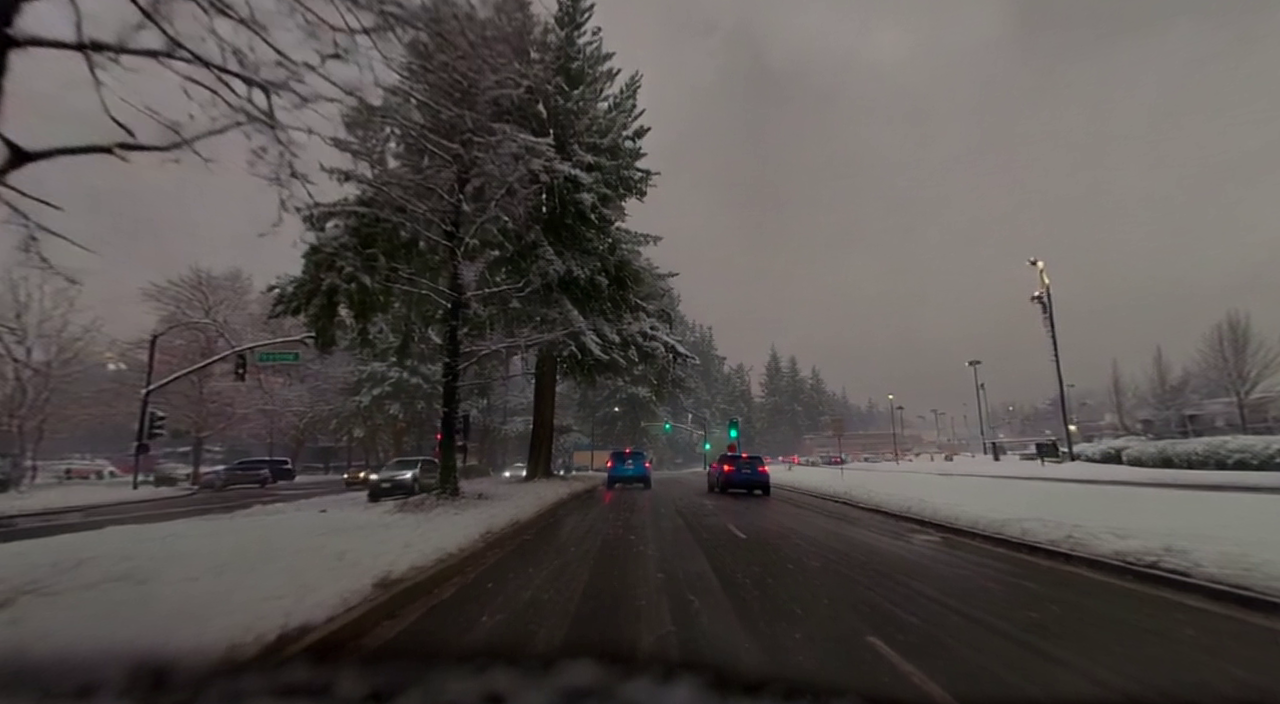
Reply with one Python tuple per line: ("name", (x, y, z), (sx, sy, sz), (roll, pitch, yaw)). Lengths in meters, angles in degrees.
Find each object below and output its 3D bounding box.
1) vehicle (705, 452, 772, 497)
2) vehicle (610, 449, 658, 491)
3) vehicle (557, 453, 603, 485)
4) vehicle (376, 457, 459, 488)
("vehicle", (3.716, 4.664, 24.446), (1.847, 1.554, 4.052), (0, -9, -1))
("vehicle", (-0.245, 5.273, 28.570), (2.022, 1.700, 4.084), (0, -9, 0))
("vehicle", (-3.415, 6.741, 36.610), (2.047, 1.710, 4.314), (0, -9, 2))
("vehicle", (-13.778, 7.464, 39.264), (4.526, 1.832, 1.894), (1, -9, -7))
